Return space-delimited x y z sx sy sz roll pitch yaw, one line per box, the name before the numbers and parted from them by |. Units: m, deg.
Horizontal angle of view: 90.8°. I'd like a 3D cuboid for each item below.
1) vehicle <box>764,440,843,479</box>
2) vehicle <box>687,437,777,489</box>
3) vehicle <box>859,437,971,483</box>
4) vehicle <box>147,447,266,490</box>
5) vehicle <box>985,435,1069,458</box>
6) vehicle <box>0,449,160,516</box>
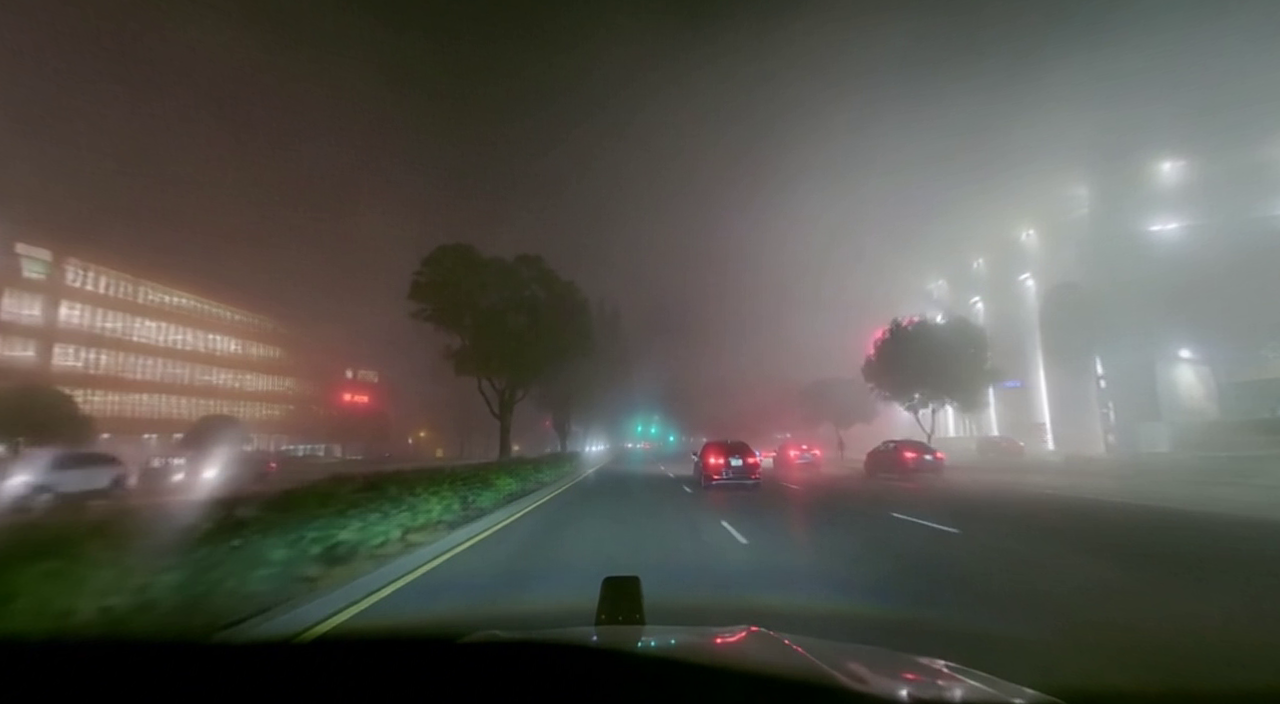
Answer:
vehicle | 6.405 4.246 25.291 1.912 1.411 4.380 0 -8 -1
vehicle | 2.841 3.549 20.536 2.131 1.491 4.496 0 -8 -2
vehicle | 9.956 3.924 23.349 2.003 1.511 4.670 0 -8 0
vehicle | -19.617 5.239 28.908 2.071 1.743 4.749 0 -8 0
vehicle | 29.109 7.152 47.644 5.001 1.528 1.863 -11 -12 43
vehicle | -16.598 3.587 18.021 2.031 1.607 4.759 0 -8 1
